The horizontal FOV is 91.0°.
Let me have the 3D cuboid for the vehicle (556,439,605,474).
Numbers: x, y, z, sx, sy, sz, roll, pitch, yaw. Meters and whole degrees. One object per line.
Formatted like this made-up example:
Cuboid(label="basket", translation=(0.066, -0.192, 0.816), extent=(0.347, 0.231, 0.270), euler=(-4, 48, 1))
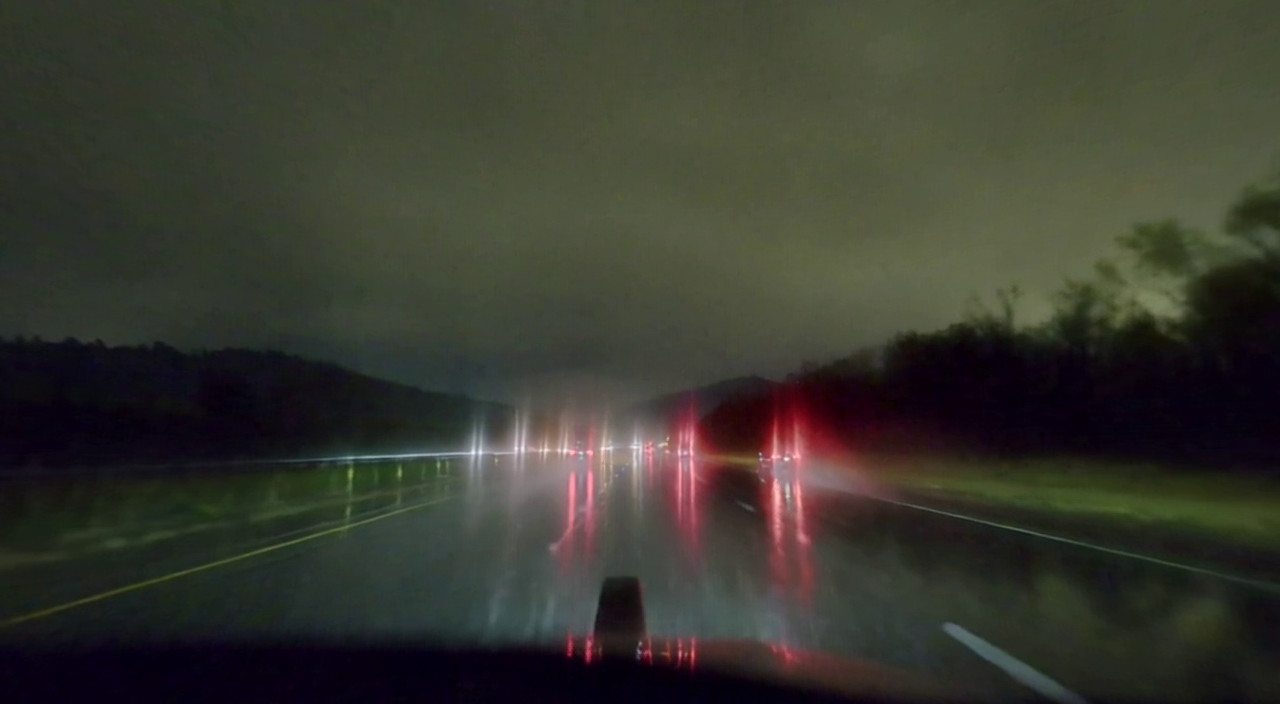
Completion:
Cuboid(label="vehicle", translation=(-3.027, 5.464, 33.101), extent=(2.070, 1.707, 4.309), euler=(0, -9, 1))
